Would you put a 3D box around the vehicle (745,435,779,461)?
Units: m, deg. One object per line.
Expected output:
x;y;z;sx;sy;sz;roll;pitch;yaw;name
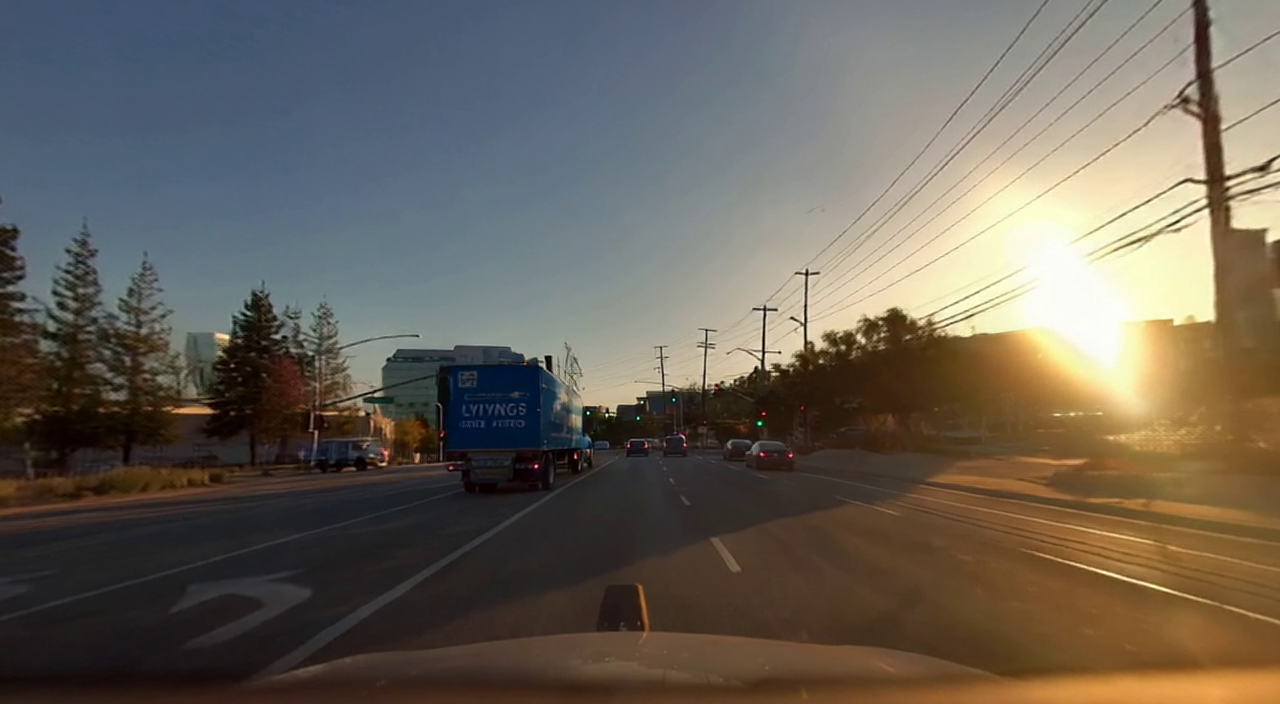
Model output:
8.277;6.505;42.824;2.102;1.662;4.533;-2;-9;11;vehicle

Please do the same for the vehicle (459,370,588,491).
-3.586;2.798;21.854;2.889;3.347;8.285;0;-8;0;vehicle

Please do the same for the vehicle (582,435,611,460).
-3.340;7.470;49.291;1.994;1.806;4.564;0;-8;0;vehicle
